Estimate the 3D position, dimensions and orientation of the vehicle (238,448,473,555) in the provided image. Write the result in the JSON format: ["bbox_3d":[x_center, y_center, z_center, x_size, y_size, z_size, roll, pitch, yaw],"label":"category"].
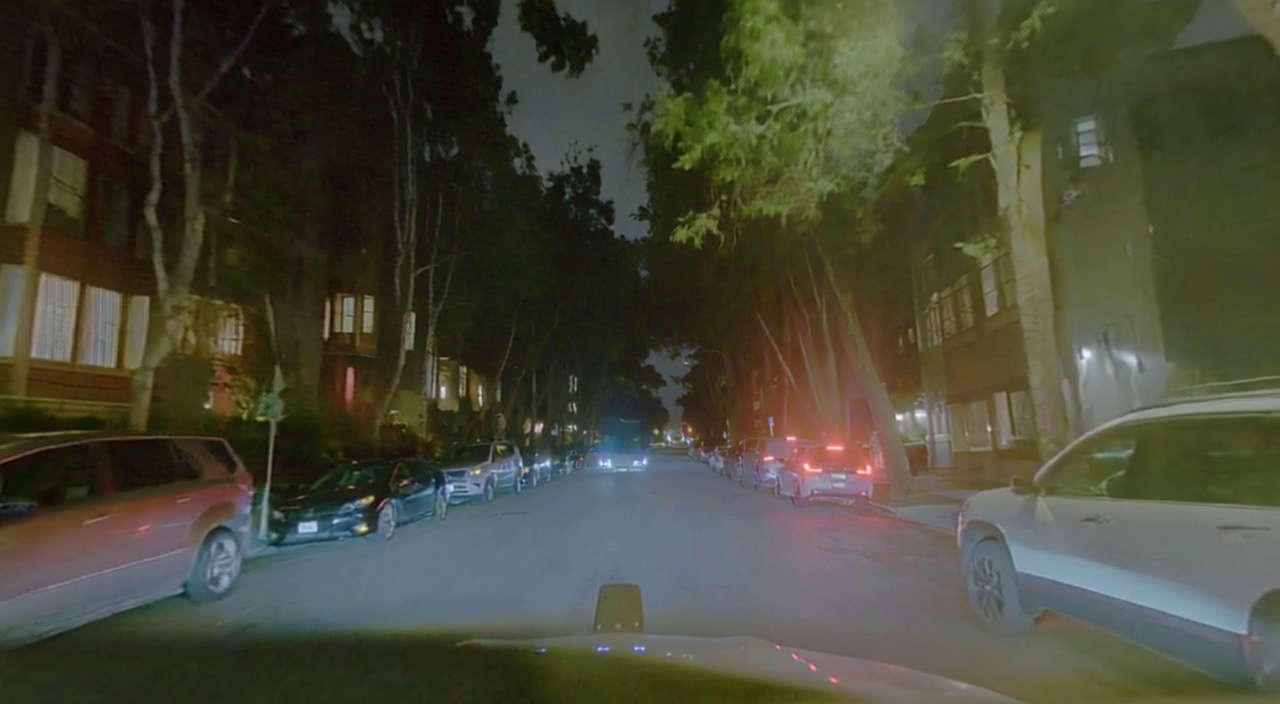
[{"bbox_3d":[-4.674,2.477,11.377,1.861,1.474,4.749,0,-8,3],"label":"vehicle"}]

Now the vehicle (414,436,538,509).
[{"bbox_3d":[-4.527,3.397,18.461,2.002,1.781,5.380,0,-8,2],"label":"vehicle"}]

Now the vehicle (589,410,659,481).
[{"bbox_3d":[-0.552,4.311,29.201,2.716,2.887,6.781,-1,-8,3],"label":"vehicle"}]

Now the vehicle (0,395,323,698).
[{"bbox_3d":[-4.982,1.373,5.132,2.203,1.815,4.972,0,-8,0],"label":"vehicle"}]

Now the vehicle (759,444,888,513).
[{"bbox_3d":[4.358,3.044,15.783,1.813,1.468,4.267,0,-8,-2],"label":"vehicle"}]

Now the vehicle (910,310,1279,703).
[{"bbox_3d":[3.541,0.931,3.285,2.182,1.900,4.779,0,-8,1],"label":"vehicle"}]
